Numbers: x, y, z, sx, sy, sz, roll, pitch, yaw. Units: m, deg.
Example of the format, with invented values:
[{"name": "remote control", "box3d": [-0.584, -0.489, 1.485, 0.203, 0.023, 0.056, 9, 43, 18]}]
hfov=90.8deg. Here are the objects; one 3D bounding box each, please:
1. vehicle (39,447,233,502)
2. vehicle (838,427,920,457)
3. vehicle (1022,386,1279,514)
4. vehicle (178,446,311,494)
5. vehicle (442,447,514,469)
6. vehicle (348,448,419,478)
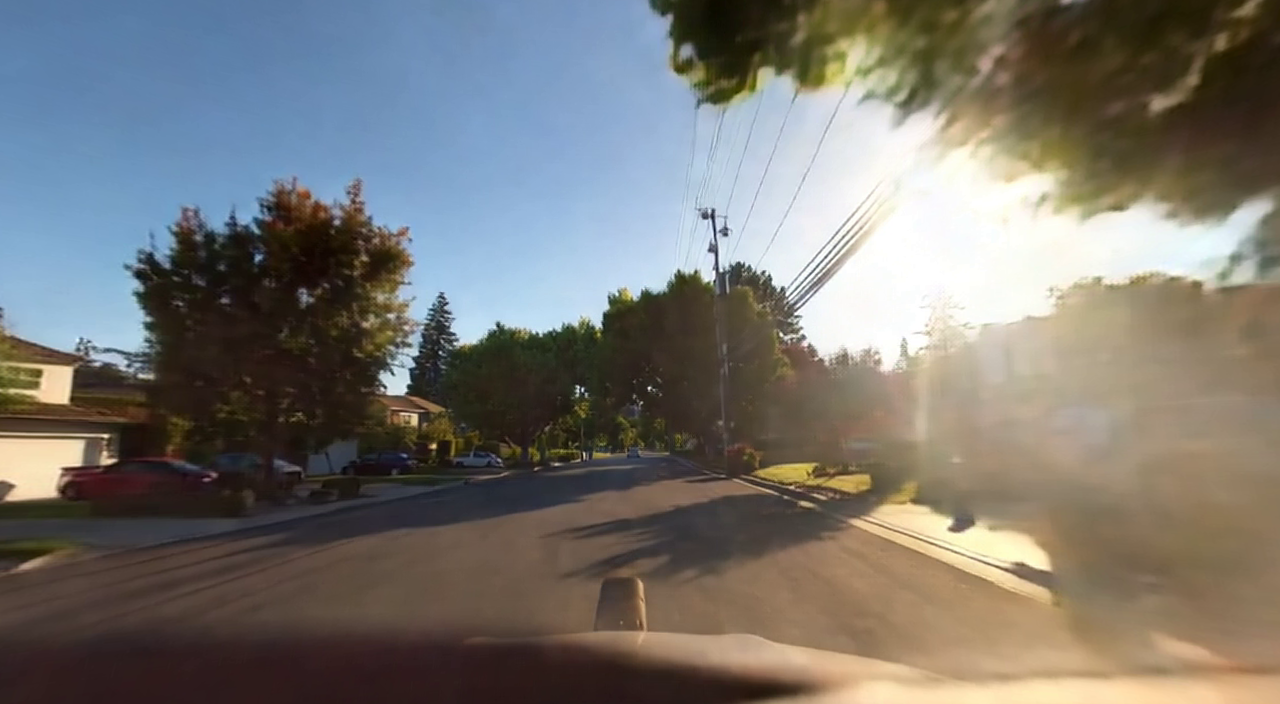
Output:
[{"name": "vehicle", "box3d": [-16.388, 3.971, 20.746, 4.482, 1.648, 2.169, 0, -9, 1]}, {"name": "vehicle", "box3d": [14.958, 5.653, 39.690, 4.373, 1.759, 2.093, 0, -10, 6]}, {"name": "vehicle", "box3d": [9.625, 1.587, 10.401, 5.273, 1.868, 2.070, 0, -8, 0]}, {"name": "vehicle", "box3d": [-15.195, 4.486, 24.347, 4.232, 1.693, 1.949, -3, -9, 17]}, {"name": "vehicle", "box3d": [-12.394, 8.115, 48.480, 4.893, 1.567, 2.105, -1, -8, 5]}, {"name": "vehicle", "box3d": [-14.925, 6.428, 37.073, 1.978, 1.586, 5.192, 0, -8, 0]}]
